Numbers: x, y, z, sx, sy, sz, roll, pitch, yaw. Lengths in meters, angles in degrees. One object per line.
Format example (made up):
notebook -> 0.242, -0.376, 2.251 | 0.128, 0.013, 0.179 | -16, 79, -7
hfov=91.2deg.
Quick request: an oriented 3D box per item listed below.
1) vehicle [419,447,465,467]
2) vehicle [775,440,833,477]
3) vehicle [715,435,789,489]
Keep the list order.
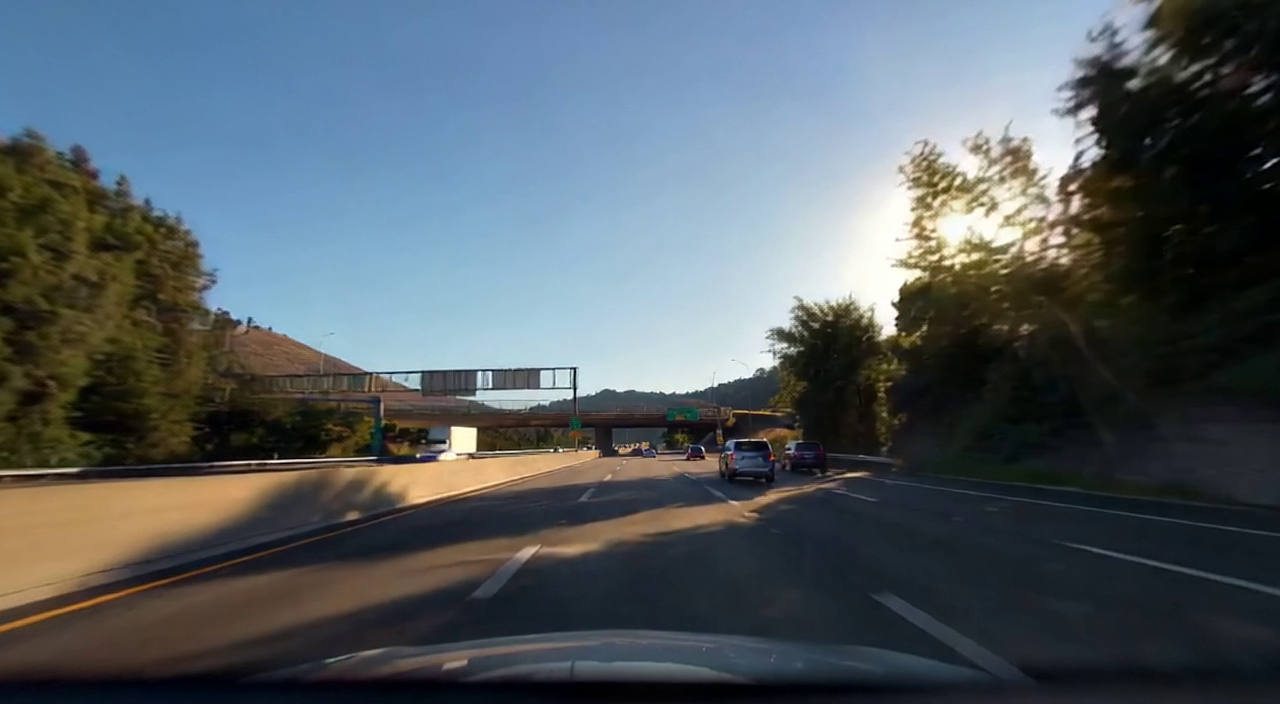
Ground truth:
vehicle -> -14.365, 7.661, 45.728 | 1.837, 1.381, 4.562 | 0, -9, 0
vehicle -> 8.460, 5.514, 32.650 | 1.898, 1.798, 3.805 | 0, -9, -1
vehicle -> 3.906, 3.938, 22.623 | 1.784, 1.733, 4.141 | 0, -9, -1
